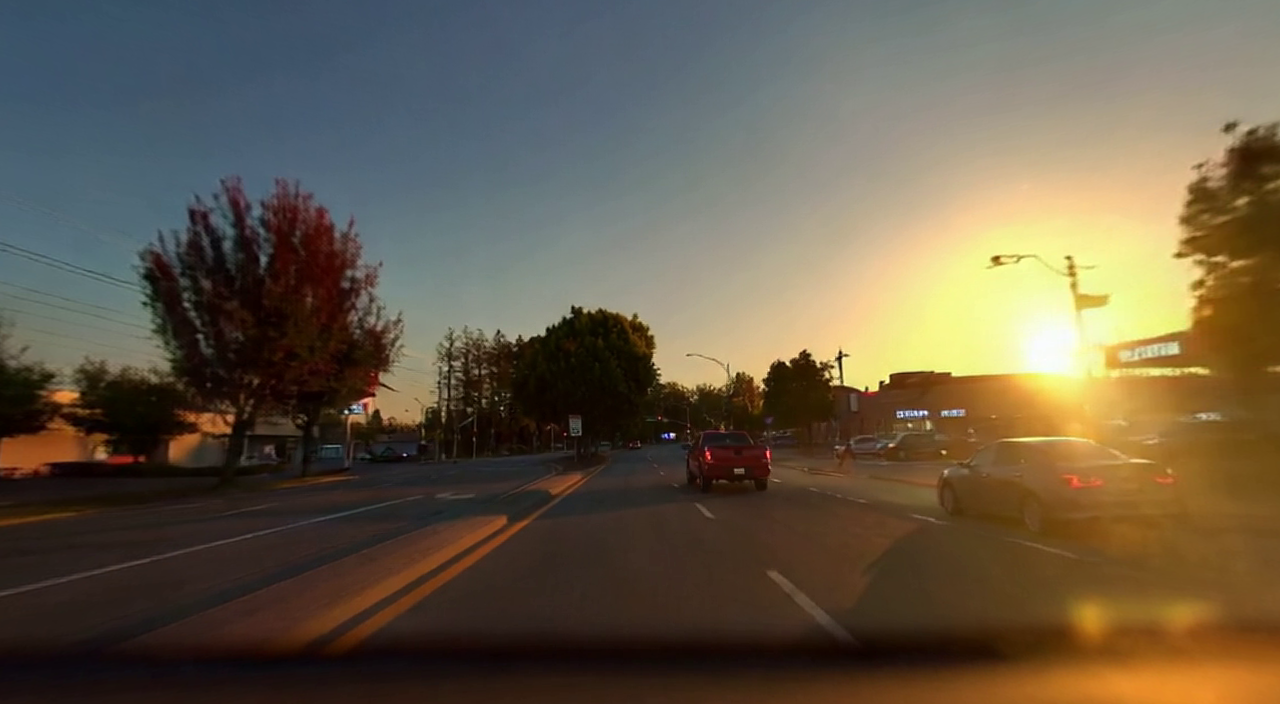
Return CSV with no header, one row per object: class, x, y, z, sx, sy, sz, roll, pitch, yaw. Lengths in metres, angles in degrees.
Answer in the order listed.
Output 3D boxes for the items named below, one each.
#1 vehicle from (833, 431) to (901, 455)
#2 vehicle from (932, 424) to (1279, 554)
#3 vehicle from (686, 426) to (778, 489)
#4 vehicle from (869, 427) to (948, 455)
vehicle,17.393,6.988,48.477,4.345,1.707,2.046,0,-8,-3
vehicle,6.504,1.911,9.586,1.986,1.480,4.296,0,-8,-1
vehicle,2.808,3.384,20.607,2.214,1.749,4.998,0,-8,0
vehicle,17.597,5.869,41.540,4.262,1.714,2.084,-1,-8,6
